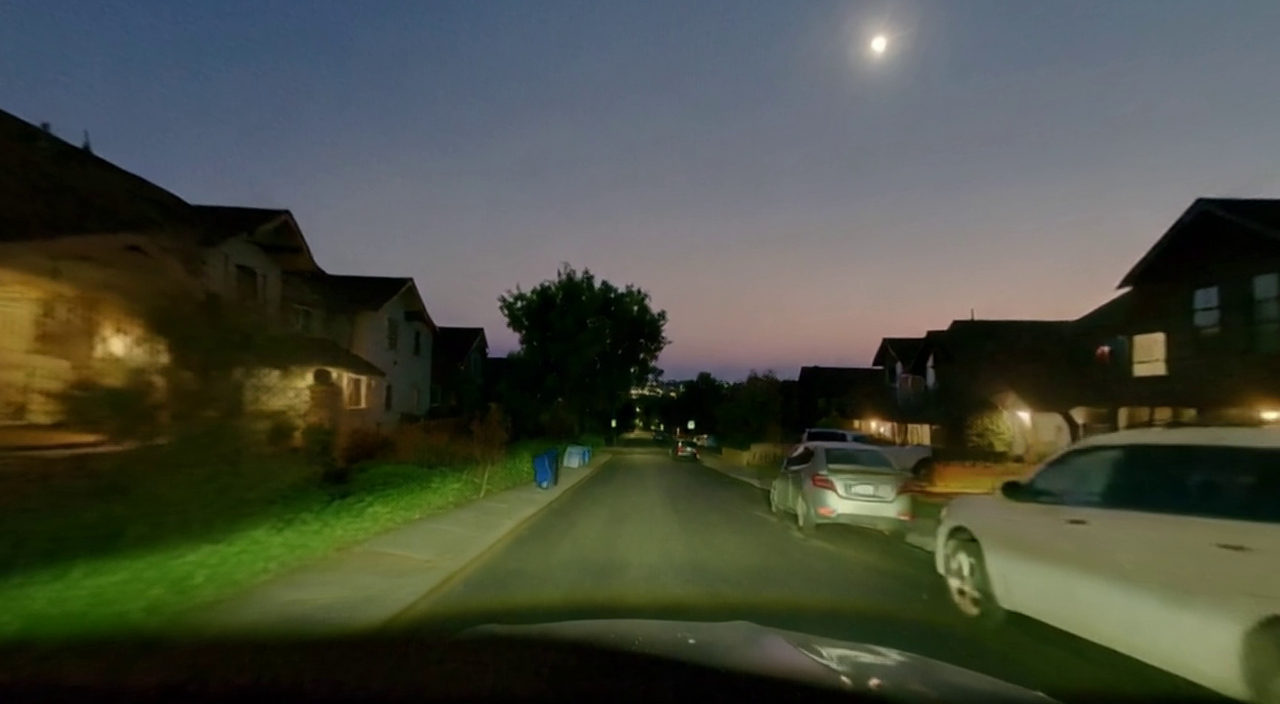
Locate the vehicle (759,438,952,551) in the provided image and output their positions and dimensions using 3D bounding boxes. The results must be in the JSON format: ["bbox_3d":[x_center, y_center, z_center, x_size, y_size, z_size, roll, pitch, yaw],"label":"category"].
[{"bbox_3d":[3.272,2.184,10.430,1.838,1.496,3.735,0,-8,0],"label":"vehicle"}]

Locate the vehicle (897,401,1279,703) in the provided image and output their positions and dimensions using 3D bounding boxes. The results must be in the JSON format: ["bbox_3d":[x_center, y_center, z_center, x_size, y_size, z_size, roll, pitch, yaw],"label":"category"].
[{"bbox_3d":[3.302,1.111,3.227,2.006,1.603,4.553,0,-8,-1],"label":"vehicle"}]

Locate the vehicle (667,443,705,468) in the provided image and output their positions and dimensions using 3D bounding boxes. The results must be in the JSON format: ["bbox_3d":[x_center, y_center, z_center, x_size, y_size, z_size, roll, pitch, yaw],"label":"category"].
[{"bbox_3d":[2.935,6.646,40.691,1.955,1.498,4.046,0,-8,-3],"label":"vehicle"}]
